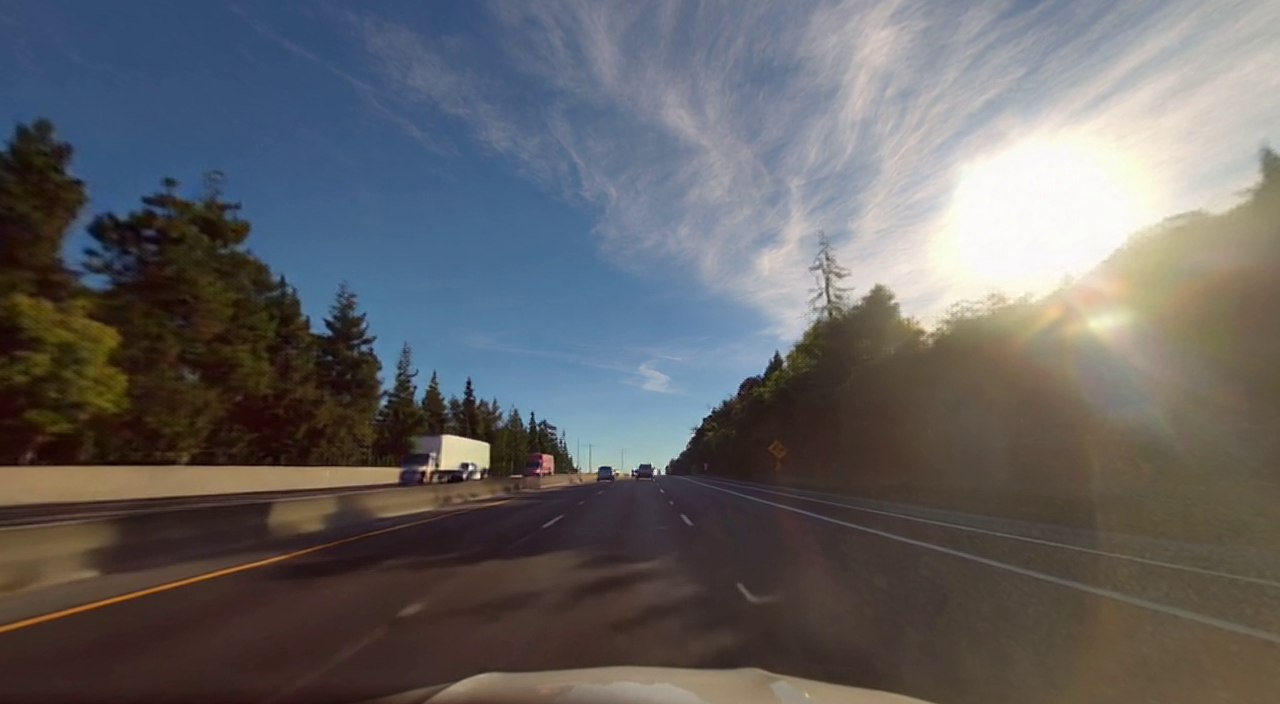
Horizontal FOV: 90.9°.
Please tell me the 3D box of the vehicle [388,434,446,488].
[{"bbox_3d":[-16.817,8.264,47.771,2.964,3.880,3.101,1,-11,2],"label":"vehicle"}]
